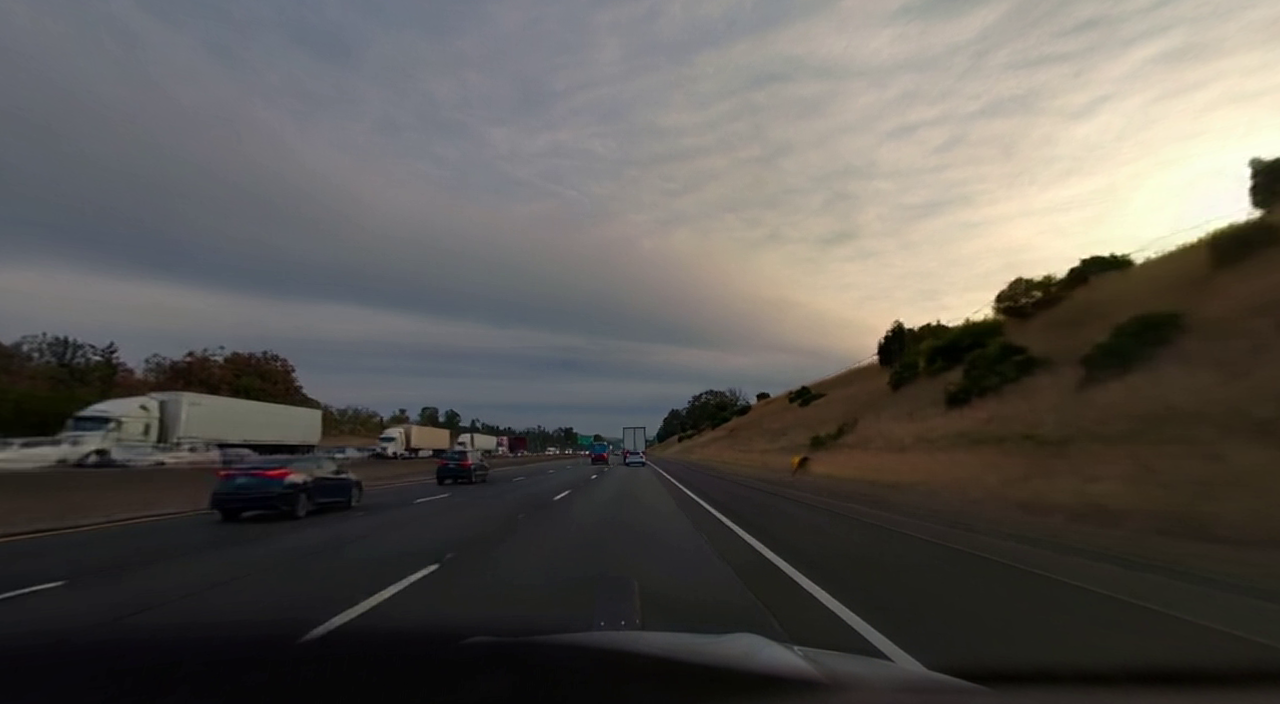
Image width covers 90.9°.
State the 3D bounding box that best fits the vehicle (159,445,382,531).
[{"bbox_3d":[-7.231,2.671,13.025,1.895,1.446,4.456,0,-9,0],"label":"vehicle"}]

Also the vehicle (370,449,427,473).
[{"bbox_3d":[-14.839,6.721,38.922,1.927,1.393,4.071,0,-9,-1],"label":"vehicle"}]

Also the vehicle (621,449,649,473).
[{"bbox_3d":[-0.359,7.917,45.959,2.009,1.657,3.962,0,-9,0],"label":"vehicle"}]

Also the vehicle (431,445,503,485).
[{"bbox_3d":[-7.815,5.129,28.900,2.004,1.629,4.506,0,-9,0],"label":"vehicle"}]

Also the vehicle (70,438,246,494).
[{"bbox_3d":[-14.699,3.500,19.655,1.817,1.508,4.734,0,-9,-1],"label":"vehicle"}]
